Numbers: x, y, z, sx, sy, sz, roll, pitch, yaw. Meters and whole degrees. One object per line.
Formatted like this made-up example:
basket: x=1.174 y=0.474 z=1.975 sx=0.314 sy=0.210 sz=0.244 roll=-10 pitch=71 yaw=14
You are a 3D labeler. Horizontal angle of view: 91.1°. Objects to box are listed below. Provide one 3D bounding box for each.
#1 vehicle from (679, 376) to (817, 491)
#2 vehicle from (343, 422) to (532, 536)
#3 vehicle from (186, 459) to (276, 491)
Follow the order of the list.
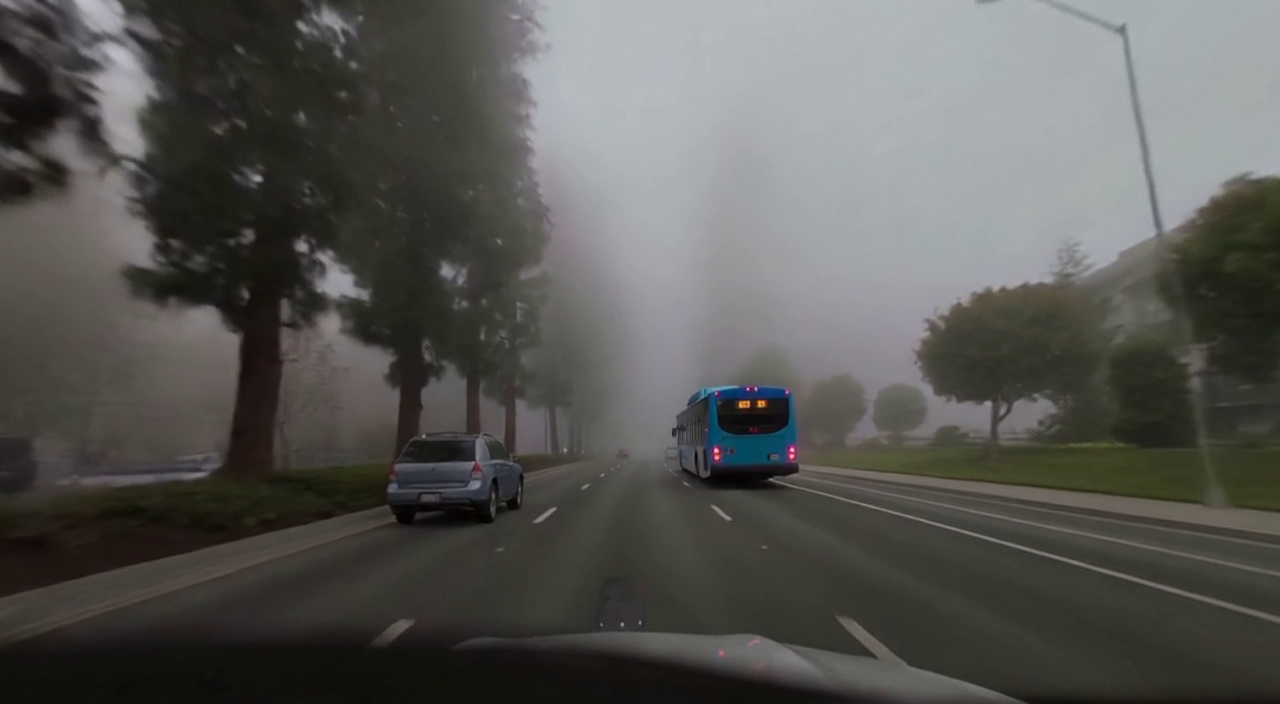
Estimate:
vehicle: x=3.483 y=3.257 z=24.409 sx=3.072 sy=3.278 sz=12.747 roll=0 pitch=-8 yaw=0
vehicle: x=-3.565 y=2.314 z=12.093 sx=2.111 sy=1.767 sz=4.333 roll=0 pitch=-8 yaw=1
vehicle: x=-22.041 y=6.614 z=34.024 sx=1.812 sy=1.476 sz=4.383 roll=0 pitch=-8 yaw=2
